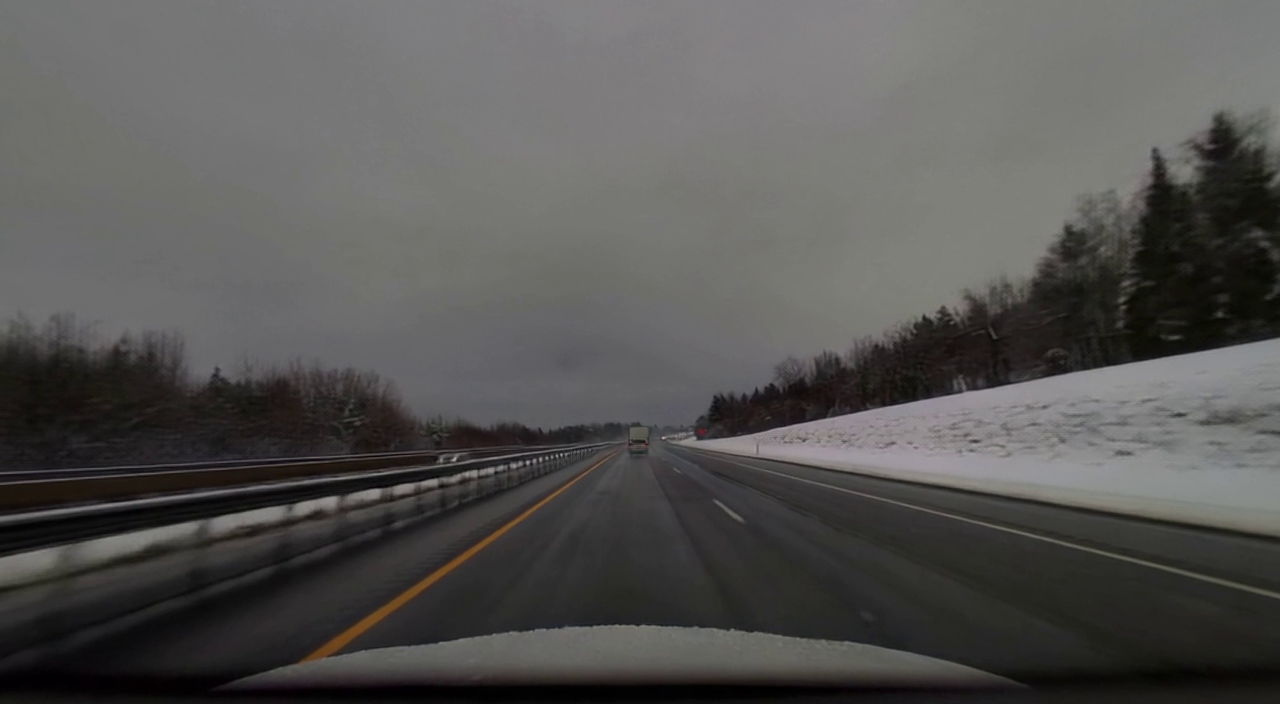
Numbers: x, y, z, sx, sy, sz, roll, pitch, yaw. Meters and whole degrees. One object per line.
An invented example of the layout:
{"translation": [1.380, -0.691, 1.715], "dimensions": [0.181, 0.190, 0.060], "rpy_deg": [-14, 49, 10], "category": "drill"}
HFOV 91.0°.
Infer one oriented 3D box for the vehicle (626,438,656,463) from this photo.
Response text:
{"translation": [0.022, 7.020, 44.954], "dimensions": [2.059, 1.696, 4.165], "rpy_deg": [0, -8, -1], "category": "vehicle"}
